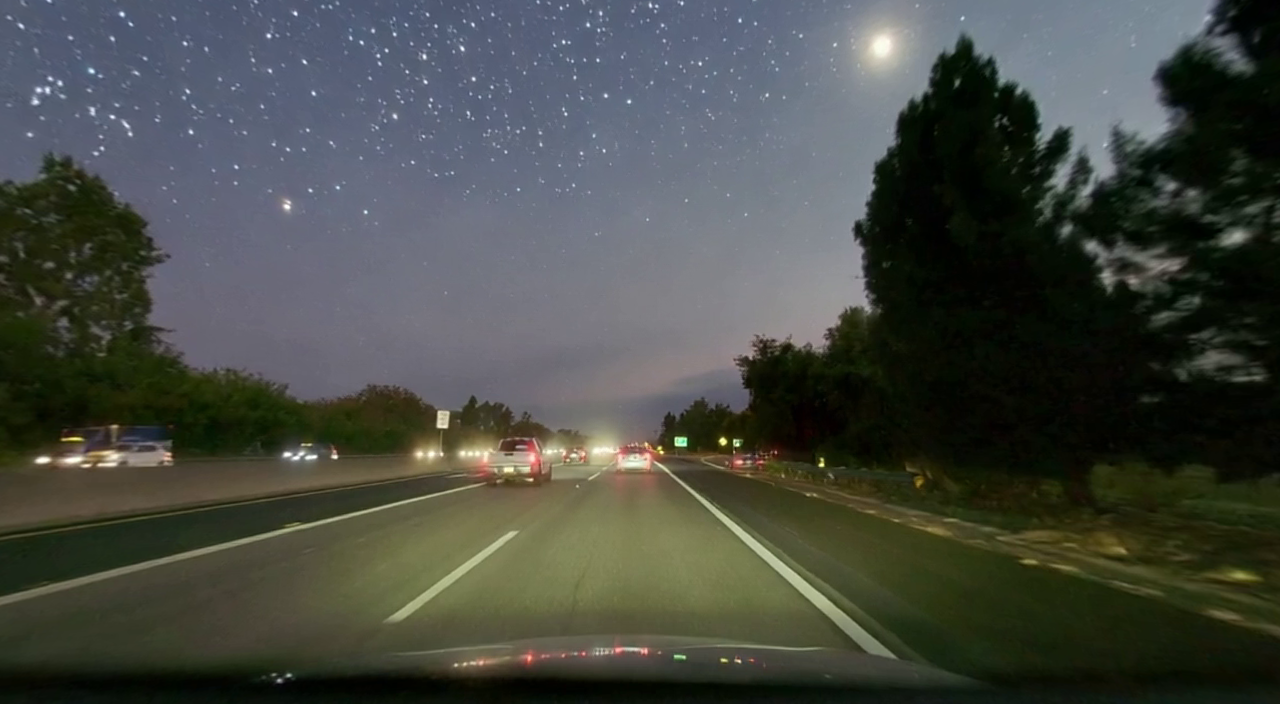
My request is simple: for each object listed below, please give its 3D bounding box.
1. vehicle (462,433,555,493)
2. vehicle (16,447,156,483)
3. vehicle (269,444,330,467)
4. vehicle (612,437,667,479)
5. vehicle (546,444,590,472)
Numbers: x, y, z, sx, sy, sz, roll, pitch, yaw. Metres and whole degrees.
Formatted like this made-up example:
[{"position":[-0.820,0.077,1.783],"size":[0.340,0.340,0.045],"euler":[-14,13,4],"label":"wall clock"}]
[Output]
[{"position":[-4.109,3.550,20.545],"size":[2.044,1.717,4.421],"euler":[0,-8,1],"label":"vehicle"},{"position":[-25.097,5.094,28.899],"size":[2.163,1.480,4.658],"euler":[0,-8,0],"label":"vehicle"},{"position":[-24.891,7.589,46.386],"size":[1.921,1.603,4.515],"euler":[0,-8,0],"label":"vehicle"},{"position":[-0.063,4.894,29.423],"size":[2.378,1.750,4.355],"euler":[0,-8,-1],"label":"vehicle"},{"position":[-4.207,6.231,37.354],"size":[2.084,1.528,4.094],"euler":[0,-8,0],"label":"vehicle"}]
